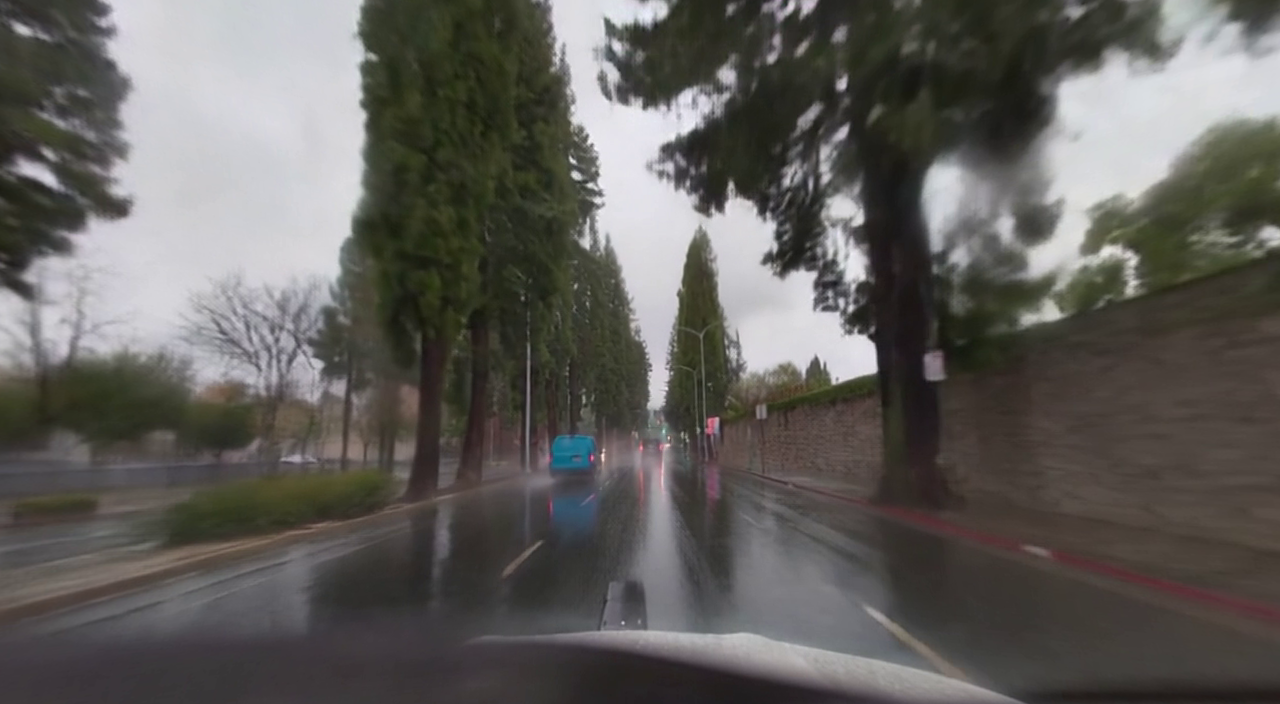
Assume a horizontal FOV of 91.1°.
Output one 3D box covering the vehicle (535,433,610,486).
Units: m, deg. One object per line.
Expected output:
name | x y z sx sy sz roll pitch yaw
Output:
vehicle | -2.490 4.157 24.604 2.281 1.837 4.845 0 -9 1
